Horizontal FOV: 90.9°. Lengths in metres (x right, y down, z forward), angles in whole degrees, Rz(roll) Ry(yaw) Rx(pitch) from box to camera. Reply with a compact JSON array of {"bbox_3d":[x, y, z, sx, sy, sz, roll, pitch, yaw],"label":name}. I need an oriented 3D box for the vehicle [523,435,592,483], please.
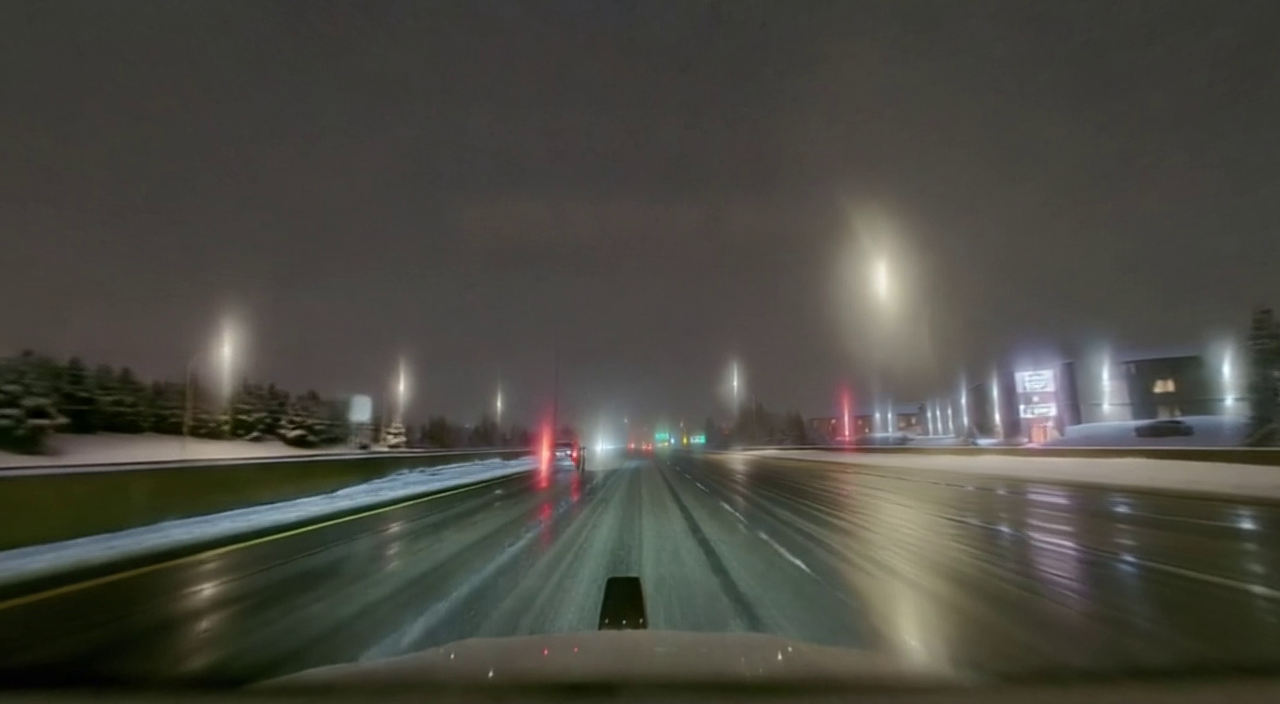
[{"bbox_3d":[-3.107,4.148,24.766,2.072,1.706,4.359,0,-8,1],"label":"vehicle"}]
